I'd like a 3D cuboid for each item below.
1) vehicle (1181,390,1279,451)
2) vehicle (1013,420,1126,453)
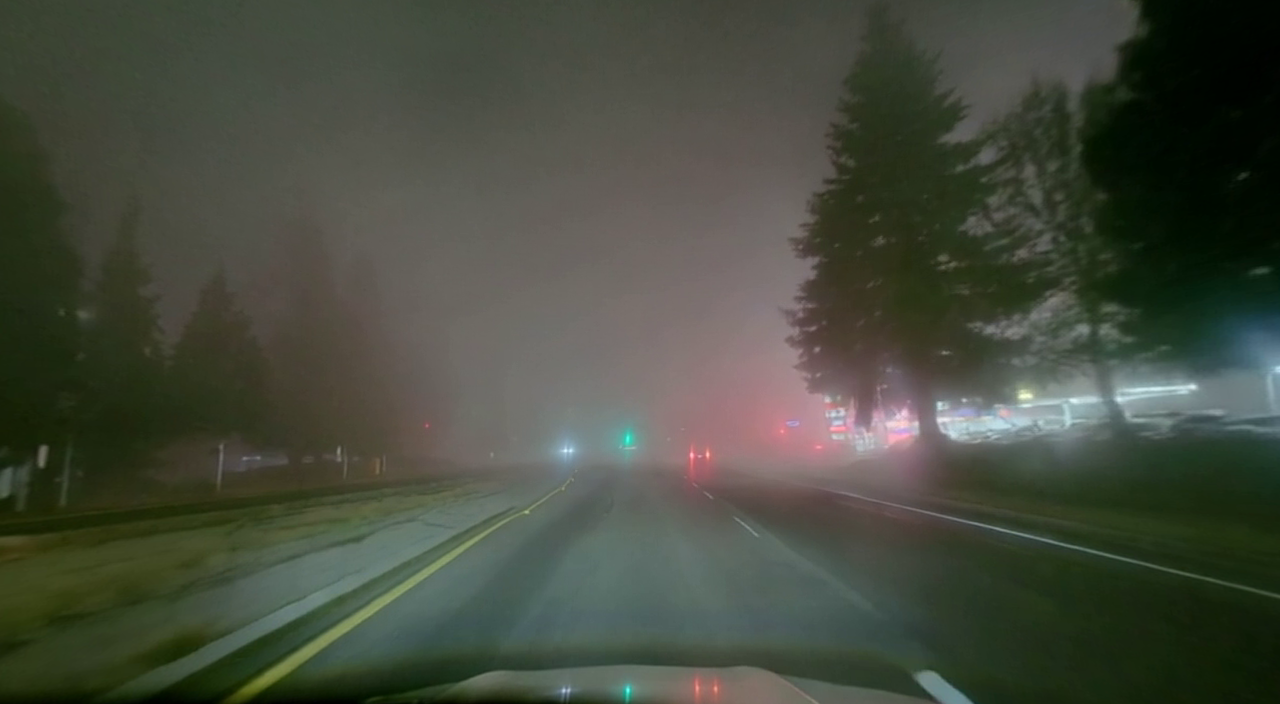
[{"bbox_3d":[21.295,2.359,21.226,4.098,1.771,2.147,1,-10,2],"label":"vehicle"},{"bbox_3d":[22.609,4.505,33.398,4.479,1.453,1.899,-2,-10,0],"label":"vehicle"}]
